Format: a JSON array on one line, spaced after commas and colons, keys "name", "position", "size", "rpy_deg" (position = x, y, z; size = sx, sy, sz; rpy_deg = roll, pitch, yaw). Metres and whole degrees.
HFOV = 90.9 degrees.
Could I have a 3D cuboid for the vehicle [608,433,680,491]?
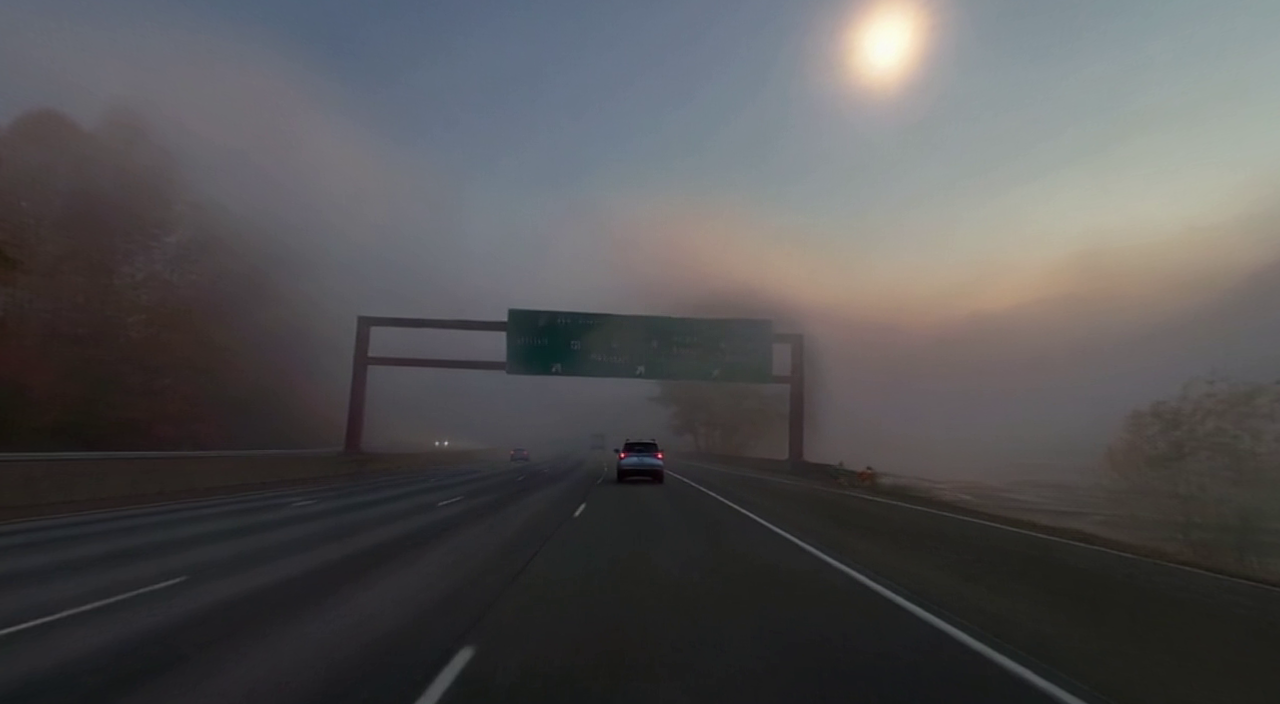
[{"name": "vehicle", "position": [0.022, 3.576, 20.857], "size": [2.120, 1.706, 4.226], "rpy_deg": [0, -8, -3]}]
